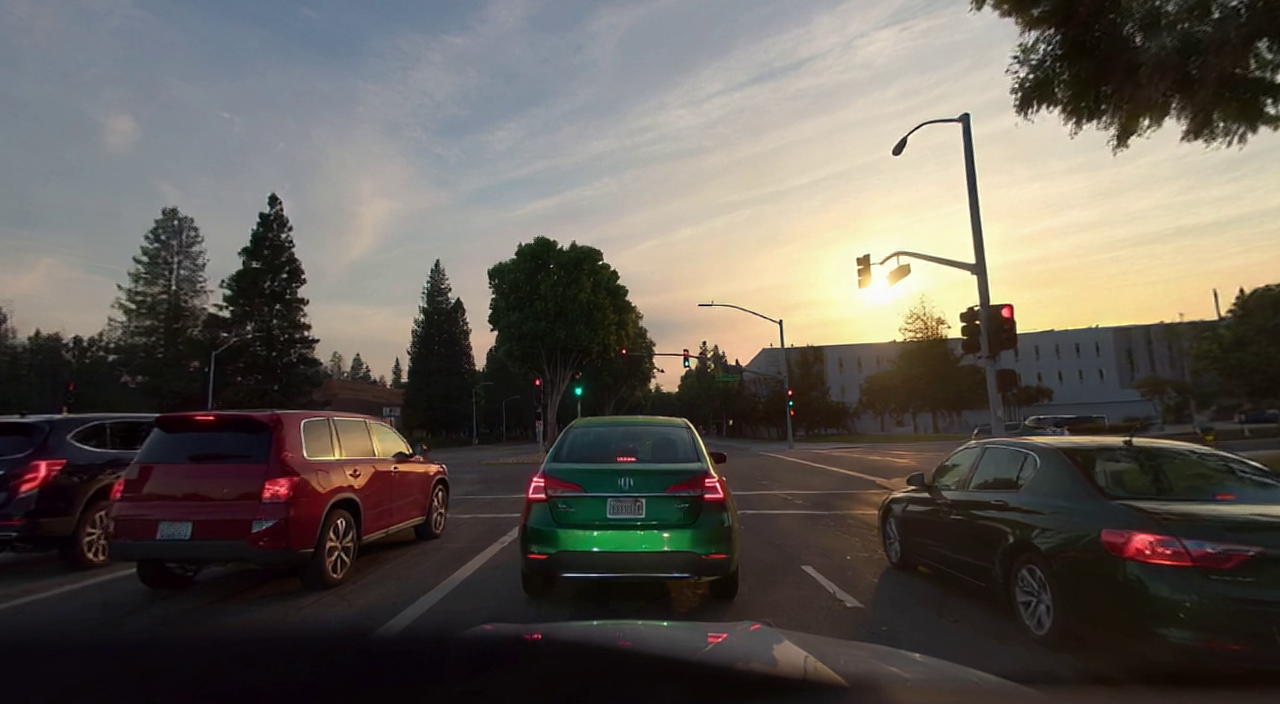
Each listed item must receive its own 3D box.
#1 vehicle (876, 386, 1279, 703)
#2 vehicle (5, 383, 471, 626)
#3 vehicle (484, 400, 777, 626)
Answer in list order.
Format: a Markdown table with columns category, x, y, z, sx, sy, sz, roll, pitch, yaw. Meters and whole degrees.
| category | x | y | z | sx | sy | sz | roll | pitch | yaw |
| --- | --- | --- | --- | --- | --- | --- | --- | --- | --- |
| vehicle | 3.580 | 1.199 | 4.602 | 2.010 | 1.486 | 4.498 | 0 | -8 | 1 |
| vehicle | -3.557 | 1.425 | 6.842 | 2.014 | 1.755 | 4.360 | 0 | -8 | 3 |
| vehicle | -0.049 | 1.399 | 6.301 | 2.047 | 1.579 | 3.642 | 0 | -8 | 1 |
